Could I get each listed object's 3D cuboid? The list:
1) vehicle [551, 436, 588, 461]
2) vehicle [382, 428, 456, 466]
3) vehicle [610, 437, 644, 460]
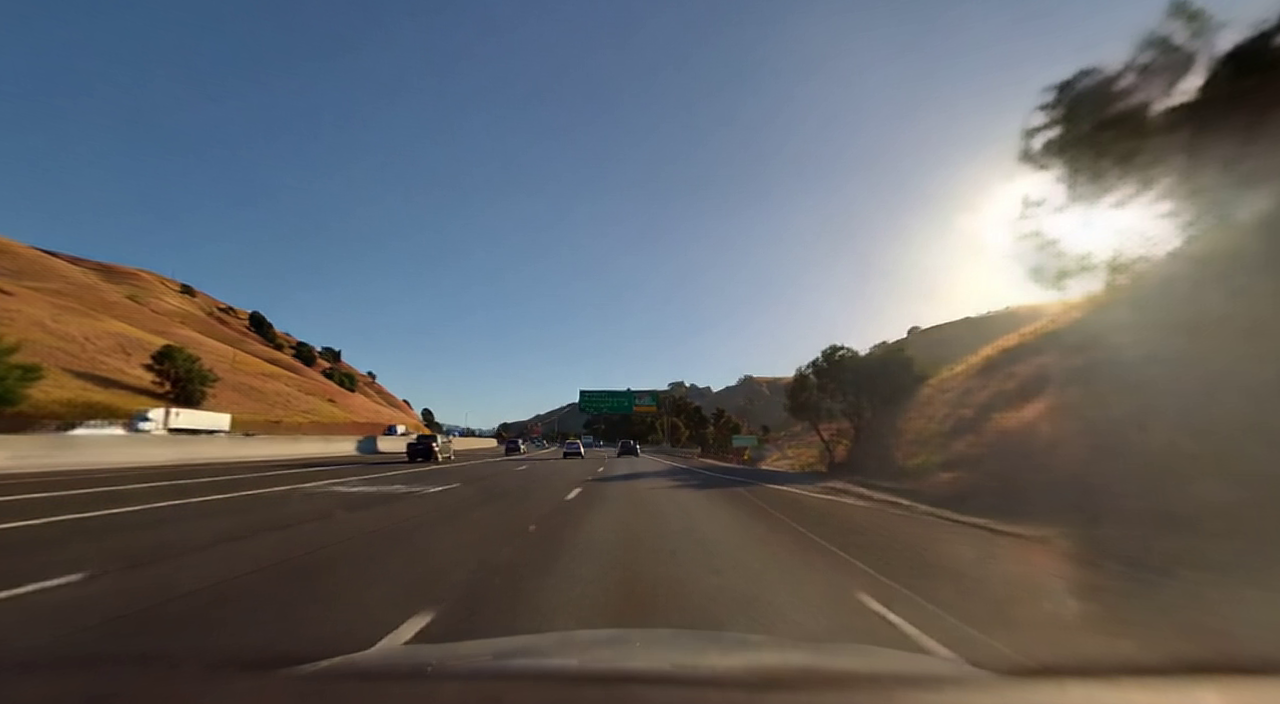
[{"bbox_3d":[-4.776,6.597,43.110,2.060,1.631,4.214,0,-8,-1],"label":"vehicle"},{"bbox_3d":[-11.858,5.155,34.248,2.219,1.923,4.985,0,-8,0],"label":"vehicle"},{"bbox_3d":[-1.010,7.166,46.906,2.421,1.594,4.248,0,-8,-2],"label":"vehicle"}]
